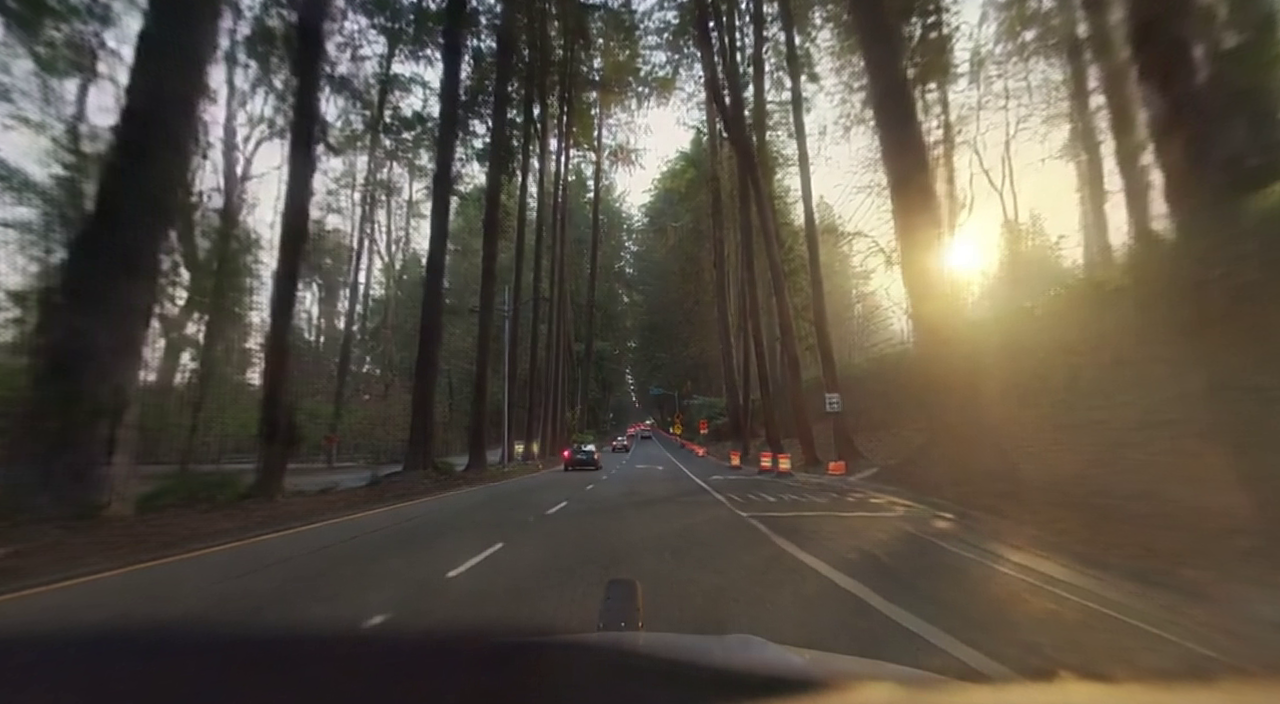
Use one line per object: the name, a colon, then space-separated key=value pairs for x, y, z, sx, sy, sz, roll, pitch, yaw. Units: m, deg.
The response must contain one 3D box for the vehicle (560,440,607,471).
vehicle: x=-2.921 y=5.442 z=33.248 sx=2.029 sy=1.511 sz=3.922 roll=-1 pitch=-8 yaw=2
